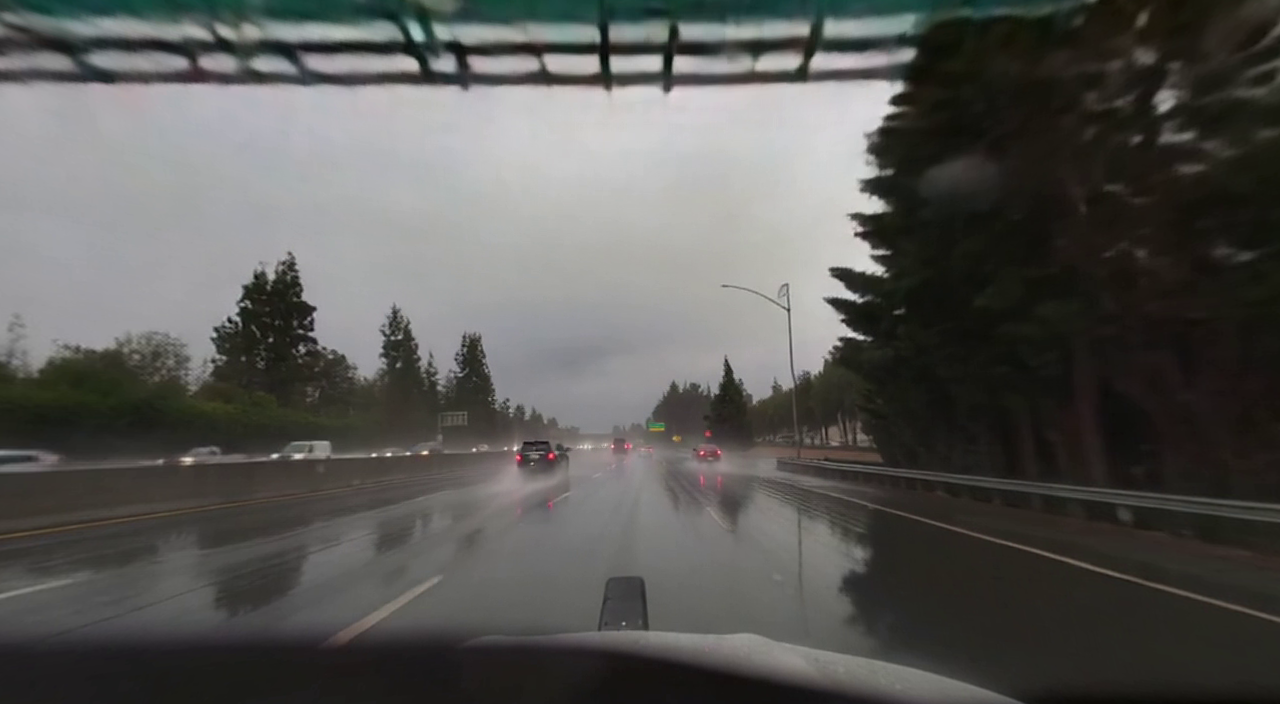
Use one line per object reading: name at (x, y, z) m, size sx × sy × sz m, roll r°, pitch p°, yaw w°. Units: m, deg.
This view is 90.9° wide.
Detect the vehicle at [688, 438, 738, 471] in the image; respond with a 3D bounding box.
vehicle at (3.928, 5.639, 34.880) m, size 2.229 × 1.704 × 4.392 m, roll 0°, pitch -8°, yaw 0°

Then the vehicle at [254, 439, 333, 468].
vehicle at (-23.927, 7.002, 43.860) m, size 2.164 × 1.876 × 5.764 m, roll 0°, pitch -8°, yaw 1°

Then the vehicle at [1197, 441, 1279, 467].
vehicle at (42.924, 7.219, 44.834) m, size 1.903 × 1.707 × 4.655 m, roll 1°, pitch -8°, yaw -10°

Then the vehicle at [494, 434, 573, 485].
vehicle at (-3.962, 4.066, 24.199) m, size 2.196 × 1.733 × 4.355 m, roll 0°, pitch -8°, yaw 1°

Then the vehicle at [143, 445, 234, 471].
vehicle at (-31.603, 7.413, 44.409) m, size 2.124 × 1.653 × 5.613 m, roll 0°, pitch -8°, yaw 2°
